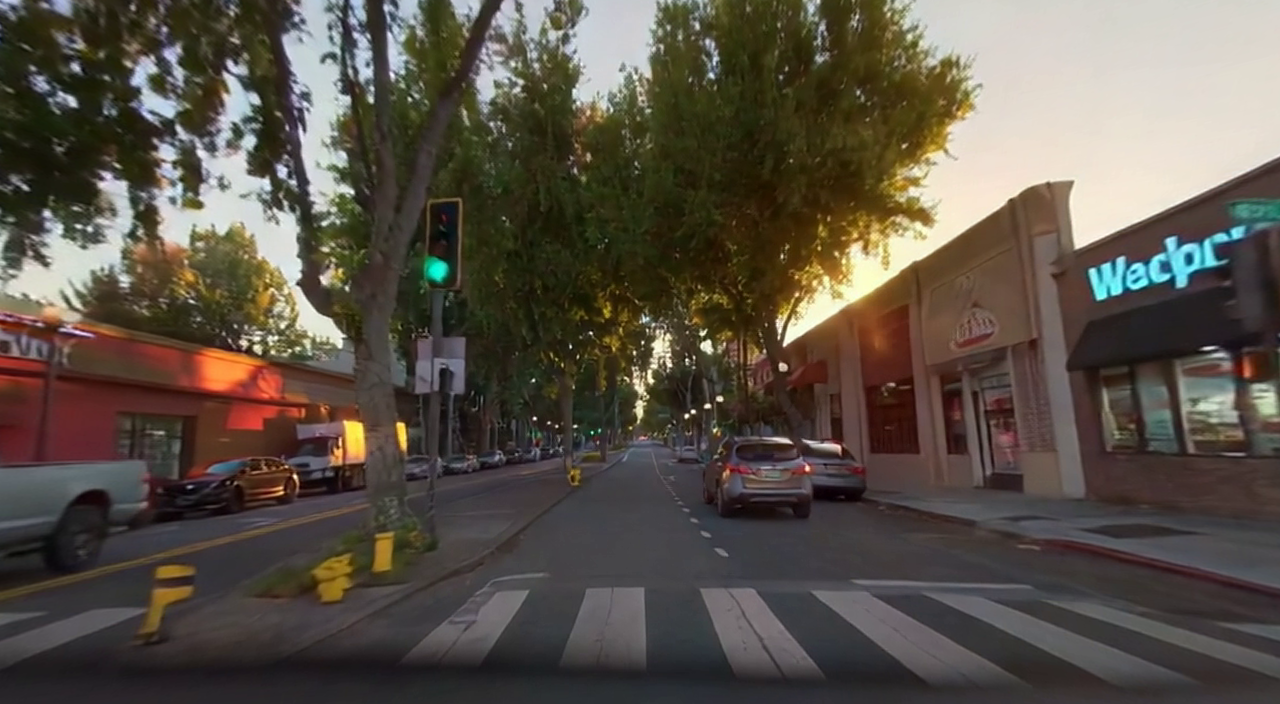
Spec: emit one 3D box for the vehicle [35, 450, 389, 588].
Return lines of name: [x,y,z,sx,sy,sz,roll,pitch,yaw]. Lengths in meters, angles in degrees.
vehicle: [-5.598,2.185,9.238,1.983,1.438,4.559,0,-8,0]

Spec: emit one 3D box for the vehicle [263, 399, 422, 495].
vehicle: [-11.165,3.944,24.688,2.874,3.047,6.719,-3,-13,0]

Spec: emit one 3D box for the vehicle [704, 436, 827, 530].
vehicle: [2.398,2.554,12.786,1.822,1.654,2.794,0,-8,-2]

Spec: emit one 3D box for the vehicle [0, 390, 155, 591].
vehicle: [-8.698,1.517,6.658,2.489,2.323,5.843,0,-8,0]

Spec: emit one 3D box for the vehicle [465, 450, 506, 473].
vehicle: [-11.431,8.135,46.987,1.943,1.556,4.497,0,-8,0]
